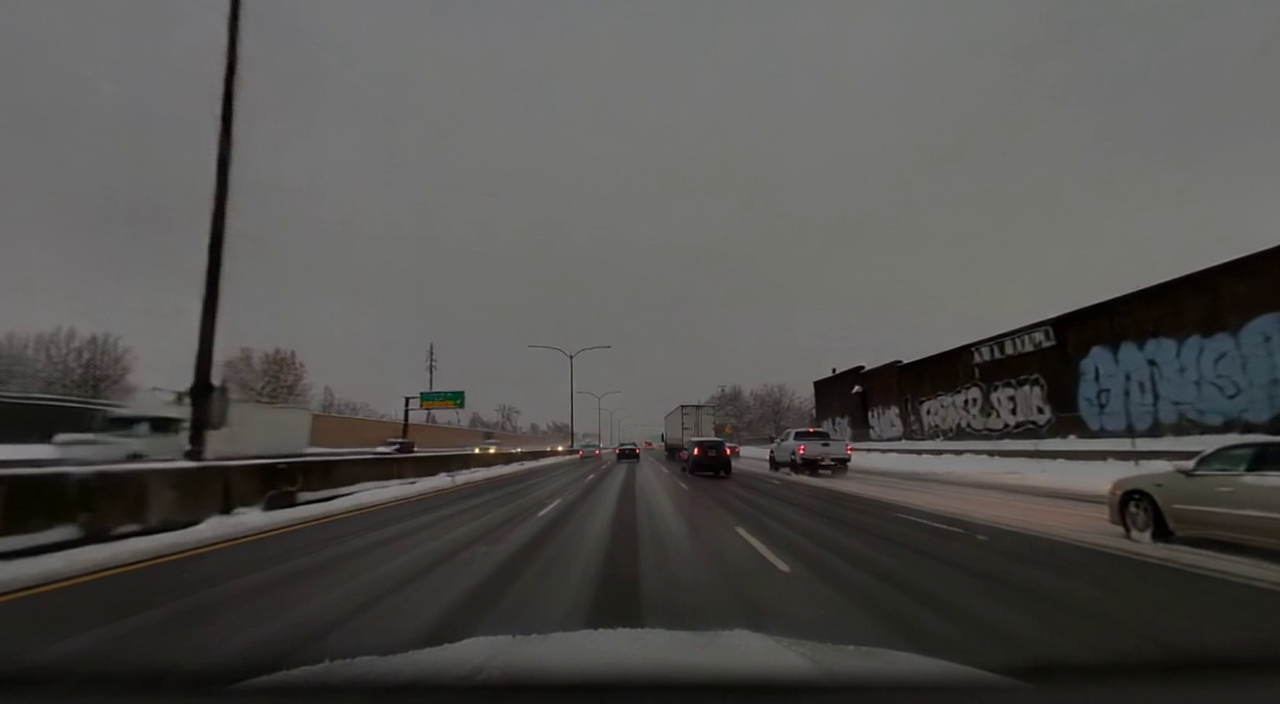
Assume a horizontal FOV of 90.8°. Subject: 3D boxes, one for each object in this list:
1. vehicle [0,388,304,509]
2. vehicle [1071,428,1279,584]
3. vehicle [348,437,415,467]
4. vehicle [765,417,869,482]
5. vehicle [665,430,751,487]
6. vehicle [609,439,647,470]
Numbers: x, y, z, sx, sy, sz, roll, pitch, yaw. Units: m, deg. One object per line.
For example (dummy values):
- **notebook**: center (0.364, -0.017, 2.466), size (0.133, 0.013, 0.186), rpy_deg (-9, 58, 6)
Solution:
- **vehicle**: center (-13.893, 2.906, 19.109), size (2.889, 2.851, 8.281), rpy_deg (0, -9, 0)
- **vehicle**: center (7.083, 1.543, 6.497), size (1.915, 1.476, 4.677), rpy_deg (0, -9, -1)
- **vehicle**: center (-17.457, 6.769, 43.018), size (2.272, 1.893, 5.579), rpy_deg (0, -9, -1)
- **vehicle**: center (7.086, 4.042, 26.290), size (2.322, 2.360, 6.433), rpy_deg (0, -9, -1)
- **vehicle**: center (2.317, 3.848, 23.129), size (2.249, 1.843, 5.176), rpy_deg (0, -9, -4)
- **vehicle**: center (-0.711, 5.931, 36.683), size (2.073, 1.640, 3.990), rpy_deg (0, -9, -1)
